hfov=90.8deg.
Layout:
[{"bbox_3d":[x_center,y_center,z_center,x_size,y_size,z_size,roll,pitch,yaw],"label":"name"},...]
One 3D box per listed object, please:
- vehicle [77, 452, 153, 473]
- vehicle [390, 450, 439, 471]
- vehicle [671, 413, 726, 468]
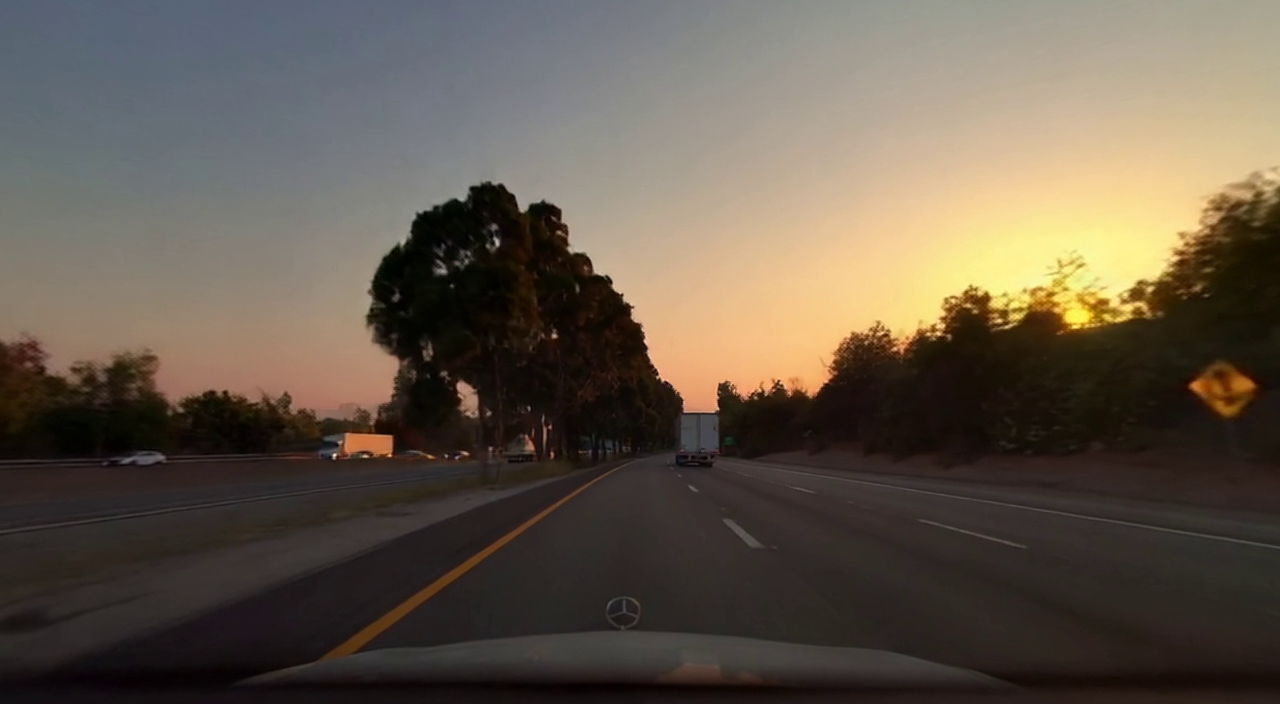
[{"bbox_3d":[-39.658,8.319,47.770,1.771,1.472,4.427,-1,-9,3],"label":"vehicle"},{"bbox_3d":[-16.230,7.807,45.563,1.833,1.438,4.011,-1,-9,4],"label":"vehicle"},{"bbox_3d":[4.224,6.956,48.847,2.928,3.595,13.975,0,-9,0],"label":"vehicle"}]
